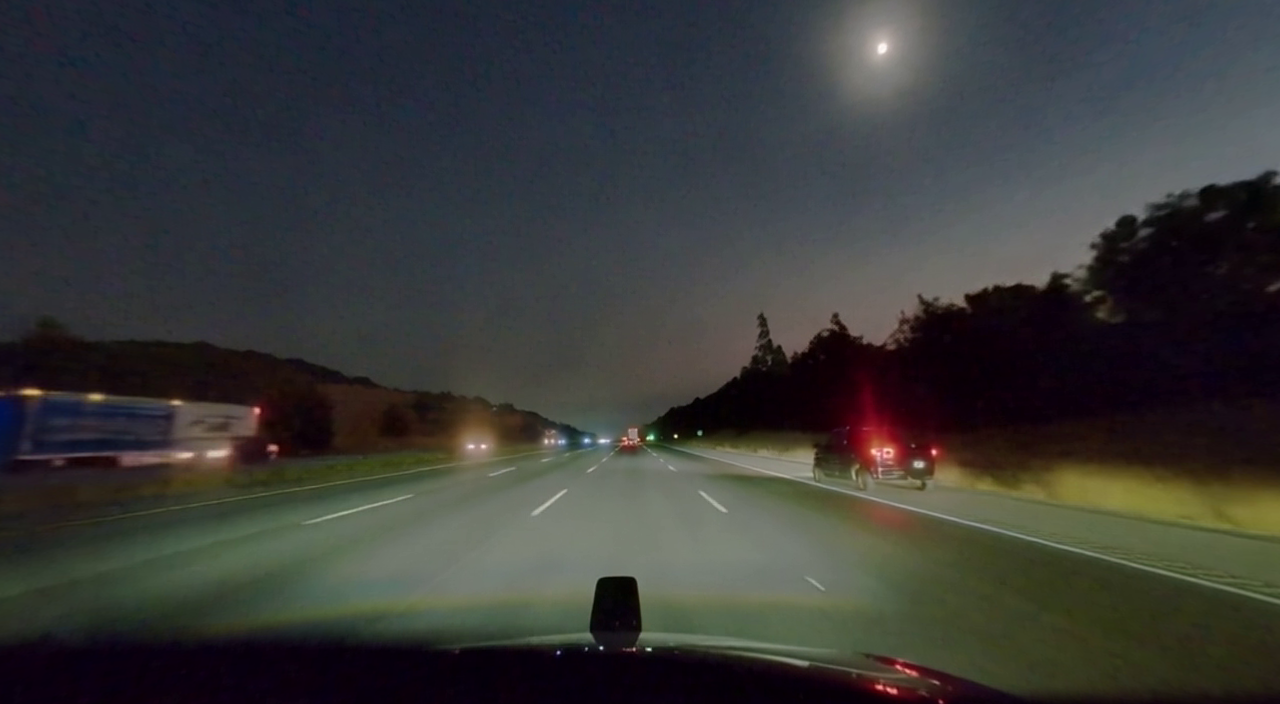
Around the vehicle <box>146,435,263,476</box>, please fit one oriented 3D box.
[{"bbox_3d":[-19.816,4.687,28.923,2.060,1.672,4.700,0,-8,0],"label":"vehicle"}]

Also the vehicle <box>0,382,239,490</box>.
[{"bbox_3d":[-27.364,4.217,31.326,3.108,4.299,18.135,0,-8,-1],"label":"vehicle"}]
